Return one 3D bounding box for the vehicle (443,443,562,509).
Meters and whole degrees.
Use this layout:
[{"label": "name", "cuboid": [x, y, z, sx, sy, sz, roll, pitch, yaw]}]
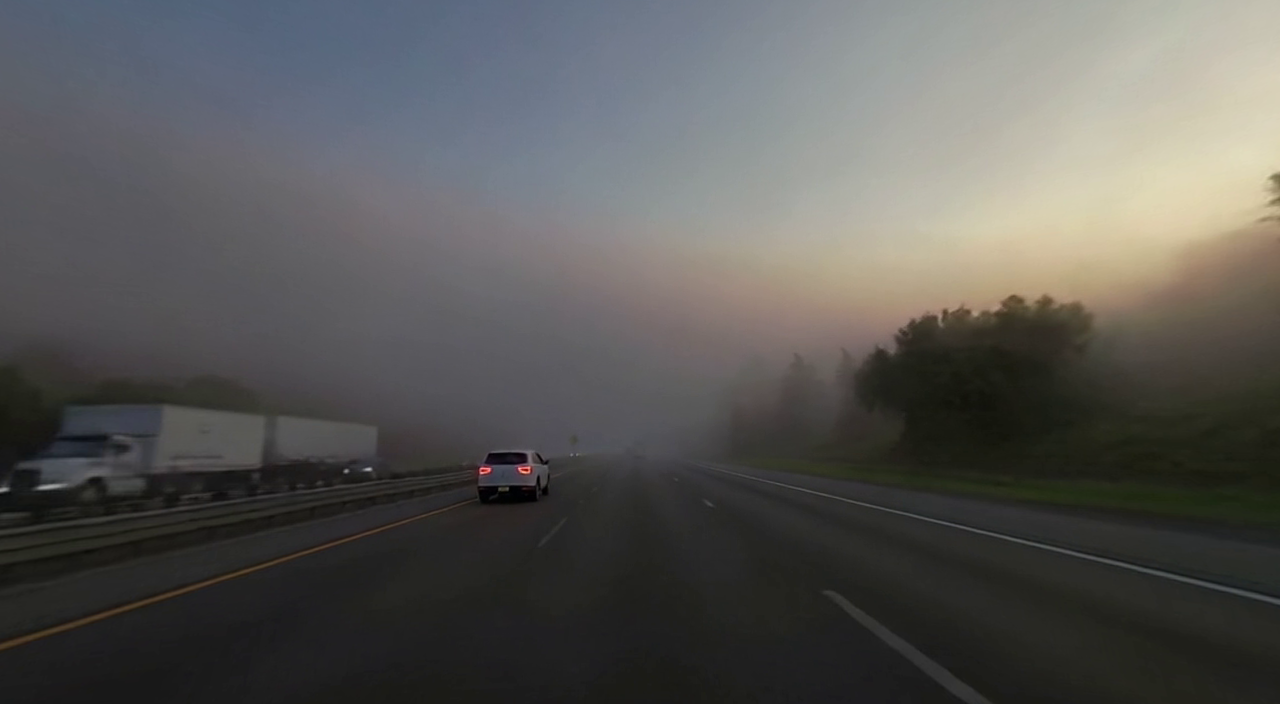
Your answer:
[{"label": "vehicle", "cuboid": [-3.424, 3.202, 16.715, 2.054, 1.475, 4.708, 0, -9, 0]}]
